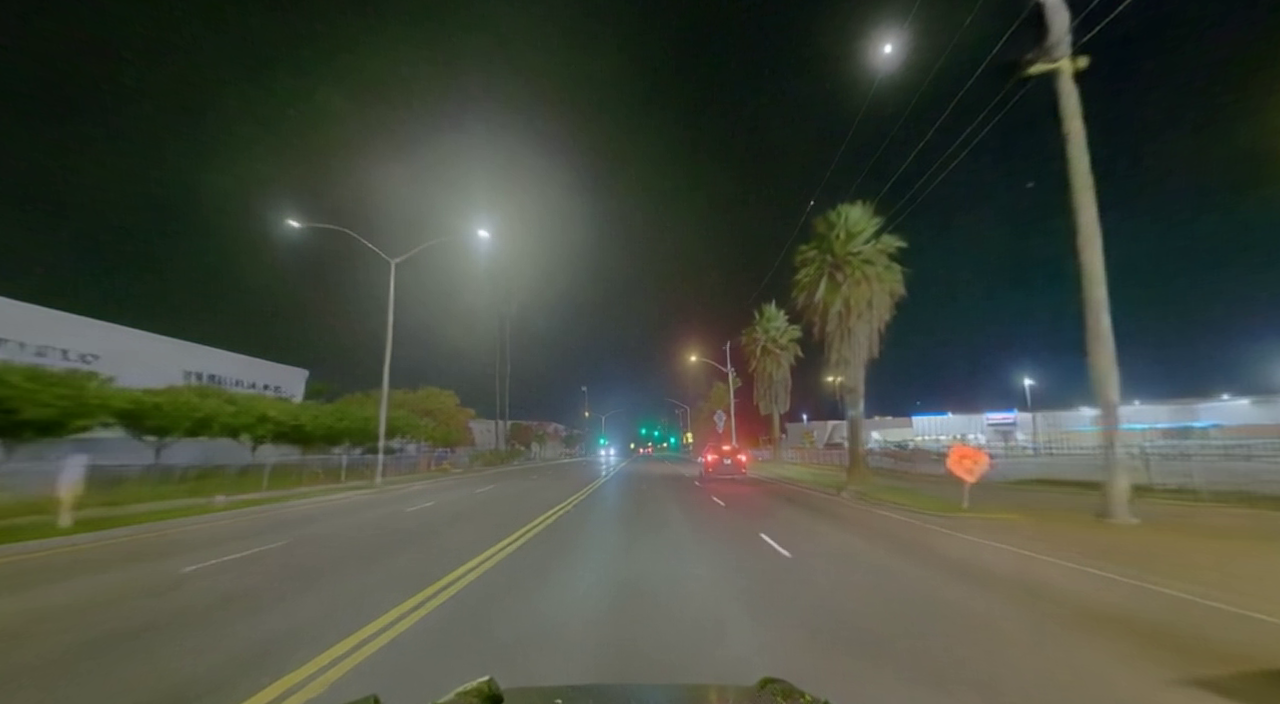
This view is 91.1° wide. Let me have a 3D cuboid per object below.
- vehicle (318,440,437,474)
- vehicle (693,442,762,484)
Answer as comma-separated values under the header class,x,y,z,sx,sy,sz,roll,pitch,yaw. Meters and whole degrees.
class,x,y,z,sx,sy,sz,roll,pitch,yaw
vehicle,-17.964,7.203,43.301,6.969,2.132,2.716,8,-12,-44
vehicle,3.466,4.494,25.758,2.148,1.562,4.642,0,-8,0
